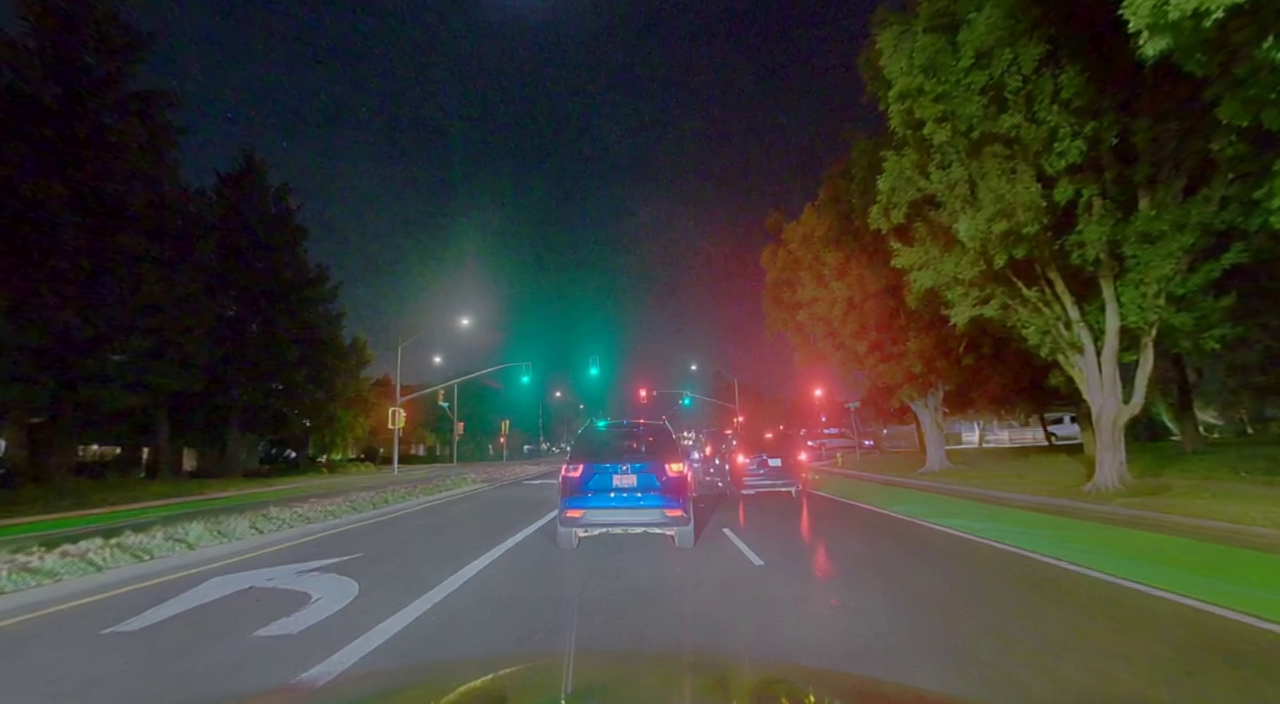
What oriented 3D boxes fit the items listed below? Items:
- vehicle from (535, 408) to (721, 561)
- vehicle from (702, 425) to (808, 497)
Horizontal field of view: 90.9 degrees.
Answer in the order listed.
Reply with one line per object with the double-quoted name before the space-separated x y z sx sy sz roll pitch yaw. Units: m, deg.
"vehicle" -0.121 1.802 9.217 2.109 1.730 3.963 0 -8 0
"vehicle" 3.163 3.122 18.452 2.189 1.815 4.495 0 -8 -1
